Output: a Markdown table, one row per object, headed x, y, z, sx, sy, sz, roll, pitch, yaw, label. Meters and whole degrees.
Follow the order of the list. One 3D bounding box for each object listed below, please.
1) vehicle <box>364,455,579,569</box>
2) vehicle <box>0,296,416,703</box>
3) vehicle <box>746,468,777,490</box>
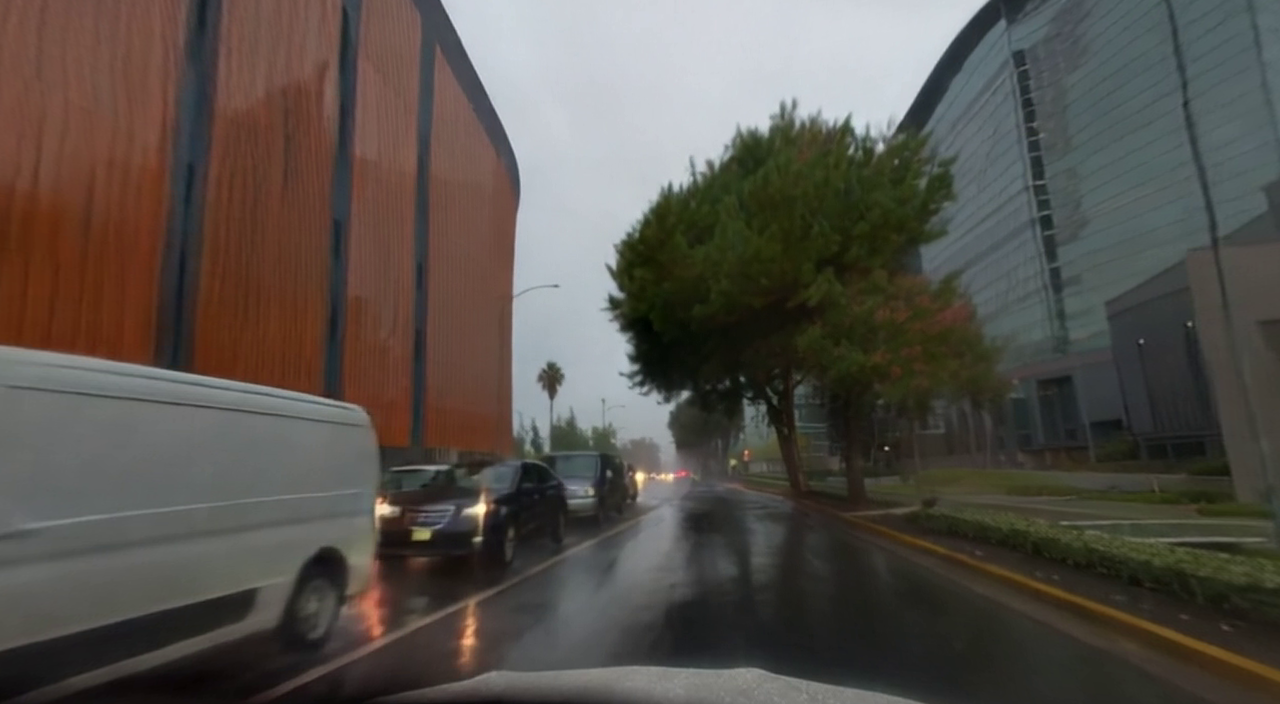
| x | y | z | sx | sy | sz | roll | pitch | yaw | label |
| --- | --- | --- | --- | --- | --- | --- | --- | --- | --- |
| -2.549 | 2.618 | 10.954 | 1.853 | 1.495 | 4.632 | -3 | -11 | 9 | vehicle |
| -3.556 | 0.970 | 3.479 | 2.104 | 2.013 | 5.252 | -3 | -11 | 8 | vehicle |
| 8.576 | 9.004 | 44.835 | 1.899 | 1.470 | 3.666 | -1 | -10 | 7 | vehicle |
